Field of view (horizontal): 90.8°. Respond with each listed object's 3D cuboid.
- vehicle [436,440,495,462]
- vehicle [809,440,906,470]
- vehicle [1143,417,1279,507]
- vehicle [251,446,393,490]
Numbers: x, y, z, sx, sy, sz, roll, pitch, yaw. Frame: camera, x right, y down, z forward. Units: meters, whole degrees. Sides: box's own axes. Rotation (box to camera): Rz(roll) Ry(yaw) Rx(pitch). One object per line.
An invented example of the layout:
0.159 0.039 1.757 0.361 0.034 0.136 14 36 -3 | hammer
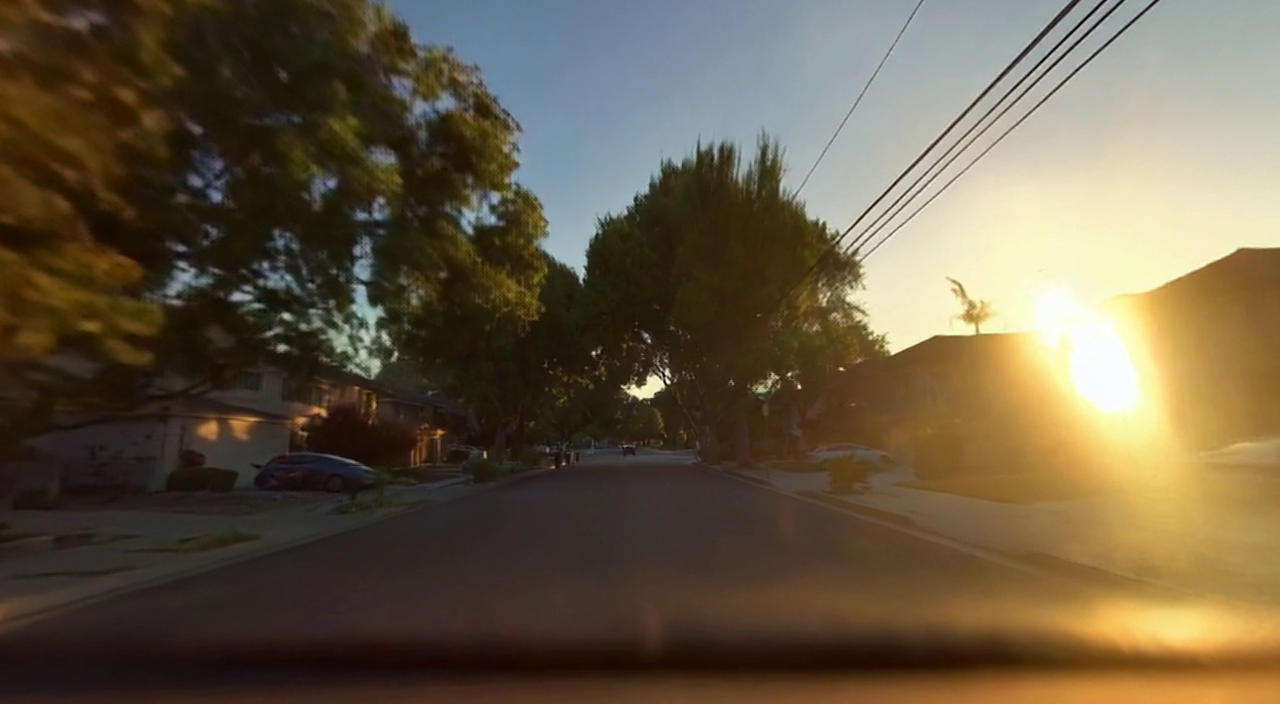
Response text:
-13.313 7.574 48.295 4.265 1.569 1.984 2 -9 -15 | vehicle
11.819 5.644 34.549 4.626 1.541 1.866 1 -9 -2 | vehicle
12.574 1.971 11.670 4.646 1.479 2.221 0 -8 0 | vehicle
-13.381 4.895 26.870 4.887 1.788 2.006 0 -8 -4 | vehicle
